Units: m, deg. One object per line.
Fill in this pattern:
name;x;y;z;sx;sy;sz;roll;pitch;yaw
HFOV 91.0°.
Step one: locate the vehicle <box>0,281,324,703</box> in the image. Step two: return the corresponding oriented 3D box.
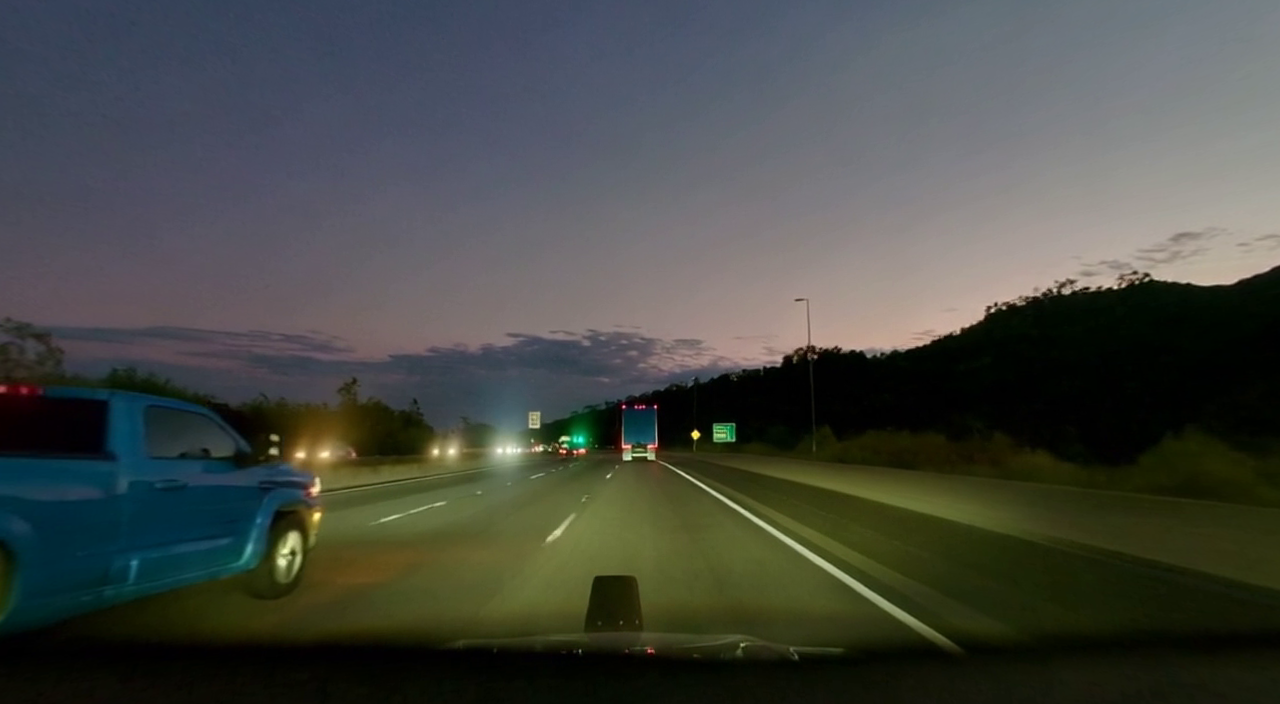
vehicle;-3.646;0.636;2.927;2.044;1.740;4.361;0;-9;0
